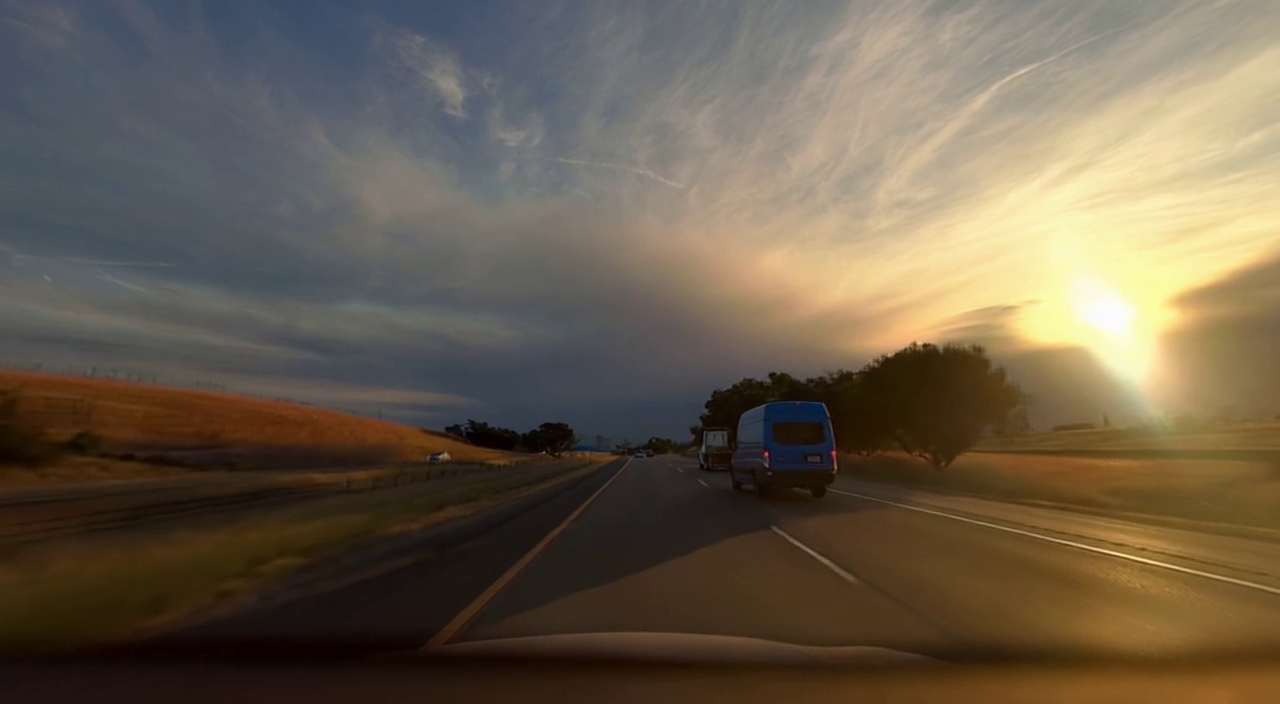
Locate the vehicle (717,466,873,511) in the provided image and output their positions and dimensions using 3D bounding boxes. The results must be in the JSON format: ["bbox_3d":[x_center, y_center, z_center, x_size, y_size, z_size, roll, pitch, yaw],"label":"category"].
[{"bbox_3d":[3.979,3.729,17.754,2.702,0.824,6.391,0,-9,-1],"label":"vehicle"}]

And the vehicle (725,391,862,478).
[{"bbox_3d":[4.013,2.395,17.812,2.444,2.053,5.616,-1,-9,0],"label":"vehicle"}]
